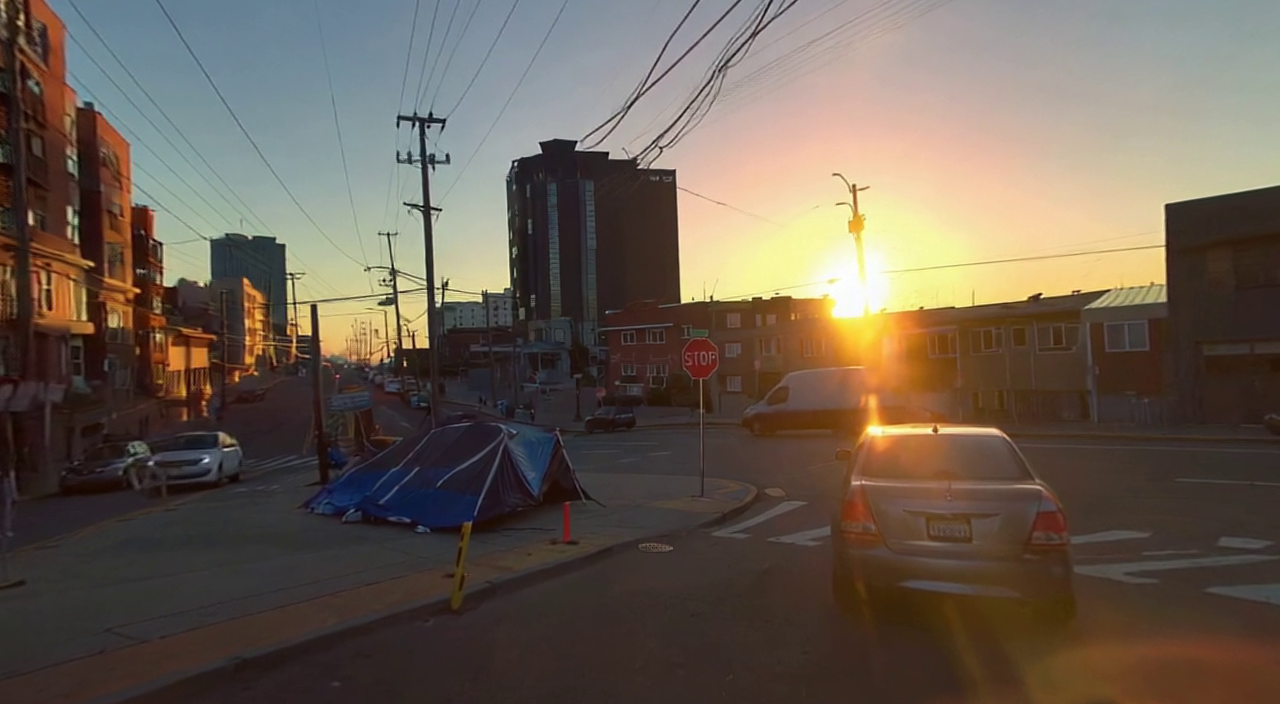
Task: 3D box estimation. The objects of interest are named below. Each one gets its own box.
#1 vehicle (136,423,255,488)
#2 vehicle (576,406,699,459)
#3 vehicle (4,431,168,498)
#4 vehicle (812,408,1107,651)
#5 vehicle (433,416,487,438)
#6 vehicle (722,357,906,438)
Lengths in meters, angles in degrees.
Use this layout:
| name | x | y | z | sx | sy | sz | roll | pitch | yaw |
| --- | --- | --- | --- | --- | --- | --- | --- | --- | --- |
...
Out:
| name | x | y | z | sx | sy | sz | roll | pitch | yaw |
| --- | --- | --- | --- | --- | --- | --- | --- | --- | --- |
| vehicle | -13.392 | 3.115 | 19.323 | 1.987 | 1.686 | 3.971 | 0 | -8 | -21 |
| vehicle | -0.162 | 2.970 | 22.948 | 4.320 | 1.724 | 1.870 | -8 | -11 | 42 |
| vehicle | -17.136 | 3.462 | 19.955 | 2.054 | 1.800 | 5.212 | 3 | -9 | -20 |
| vehicle | 3.438 | 1.545 | 6.657 | 1.945 | 1.647 | 4.160 | -6 | -10 | 32 |
| vehicle | -13.654 | 5.697 | 47.787 | 2.089 | 1.506 | 4.641 | 7 | -11 | -41 |
| vehicle | 7.328 | 2.159 | 27.455 | 7.172 | 3.075 | 2.584 | -7 | -10 | 42 |
